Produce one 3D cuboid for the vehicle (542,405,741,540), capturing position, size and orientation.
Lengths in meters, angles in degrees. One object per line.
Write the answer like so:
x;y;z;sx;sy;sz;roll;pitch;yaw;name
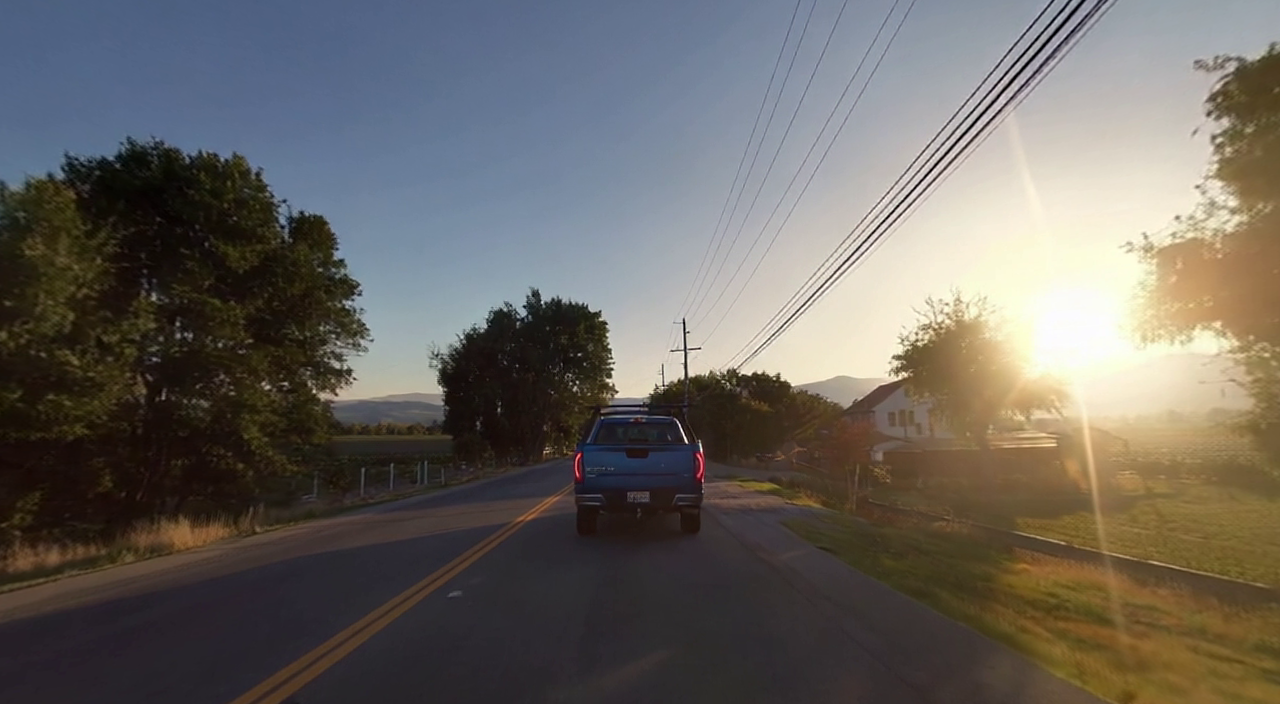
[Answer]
-0.048;2.108;11.819;2.774;1.861;5.885;0;-8;-1;vehicle
